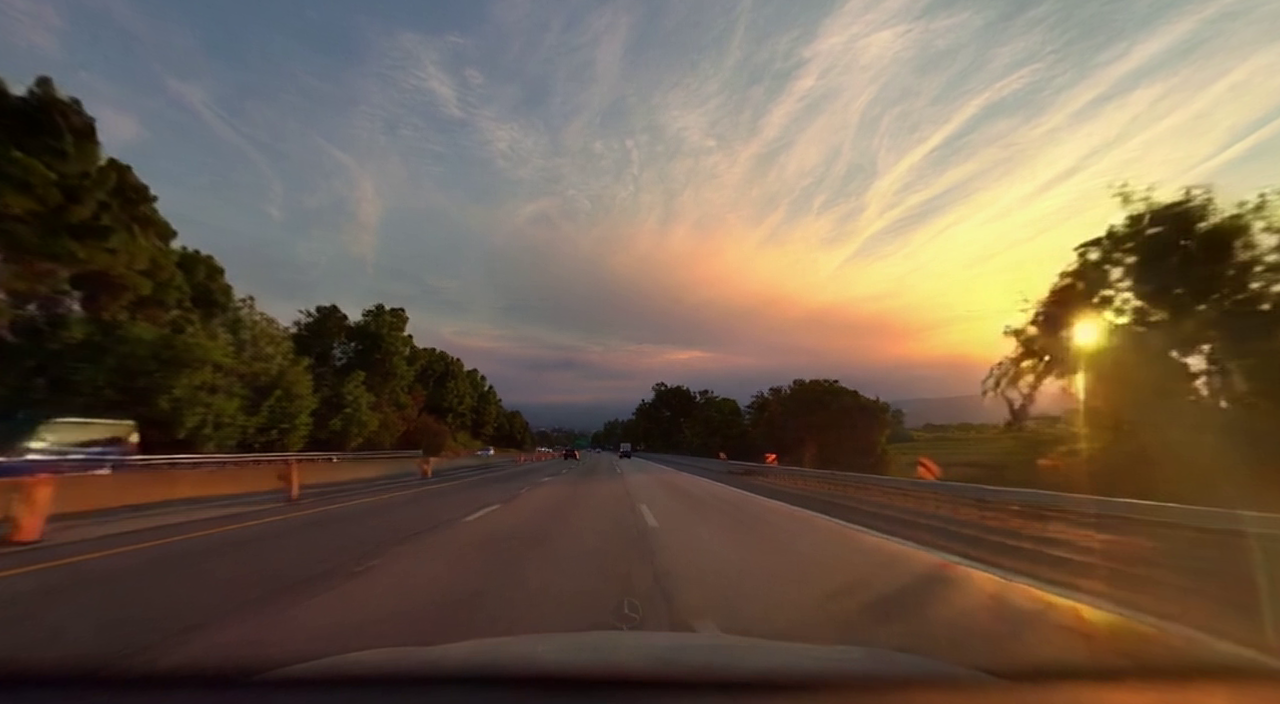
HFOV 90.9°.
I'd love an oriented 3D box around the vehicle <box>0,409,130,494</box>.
[{"bbox_3d":[-19.098,3.014,19.122,2.411,2.328,5.807,0,-9,-2],"label":"vehicle"}]
